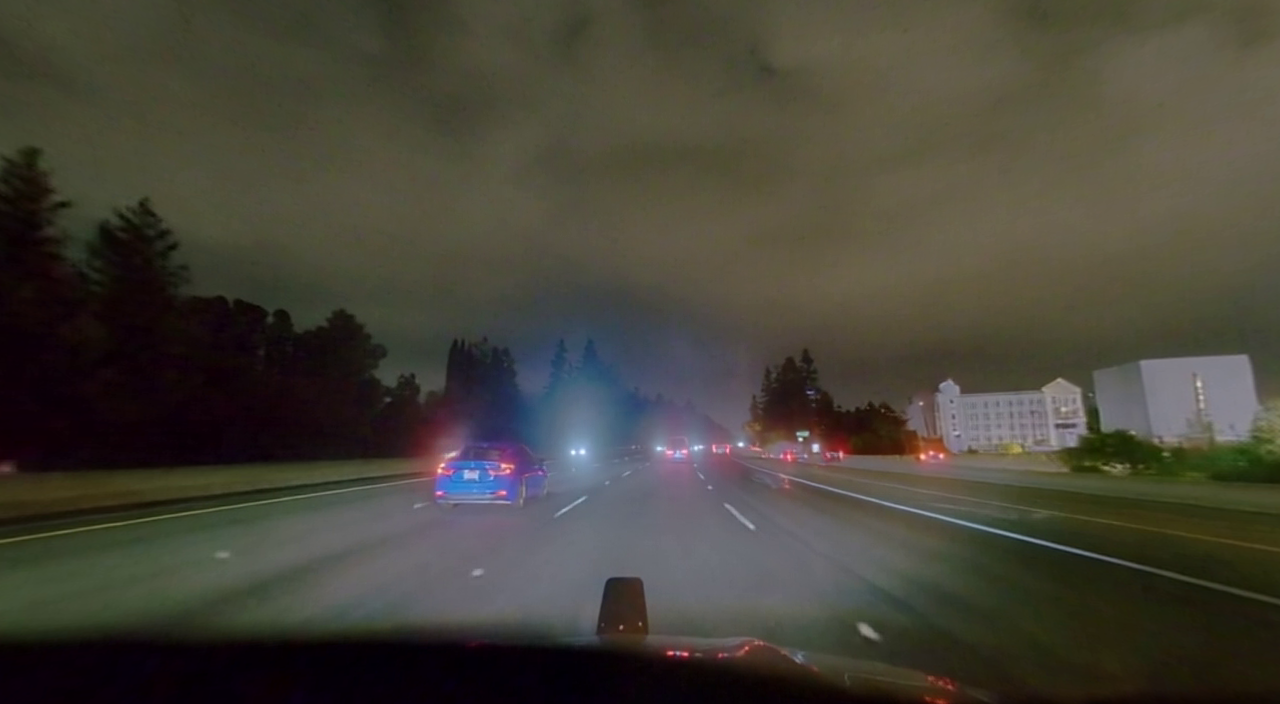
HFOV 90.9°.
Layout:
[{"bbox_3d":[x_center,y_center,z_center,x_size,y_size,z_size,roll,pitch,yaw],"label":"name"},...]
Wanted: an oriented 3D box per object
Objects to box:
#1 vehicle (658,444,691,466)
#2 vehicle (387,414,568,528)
[{"bbox_3d":[2.387,7.087,43.626,2.158,1.458,3.656,0,-9,4],"label":"vehicle"},{"bbox_3d":[-2.902,2.283,12.649,2.185,1.823,4.854,0,-9,2],"label":"vehicle"}]
